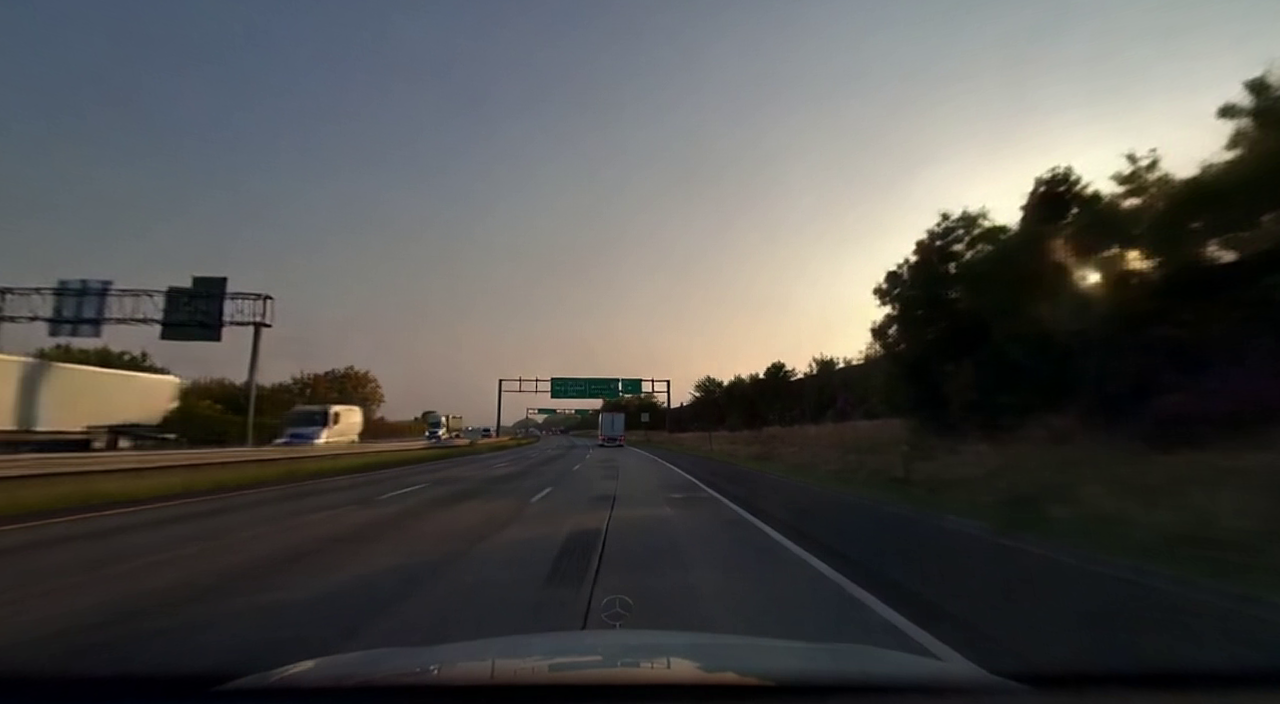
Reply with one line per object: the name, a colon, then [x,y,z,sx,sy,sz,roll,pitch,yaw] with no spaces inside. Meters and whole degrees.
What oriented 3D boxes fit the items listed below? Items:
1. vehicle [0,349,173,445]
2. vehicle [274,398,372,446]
vehicle: [-24.981,2.239,27.627,2.879,3.613,8.128,0,-8,-2]
vehicle: [-17.330,3.966,34.974,2.197,2.403,6.709,0,-8,-3]
